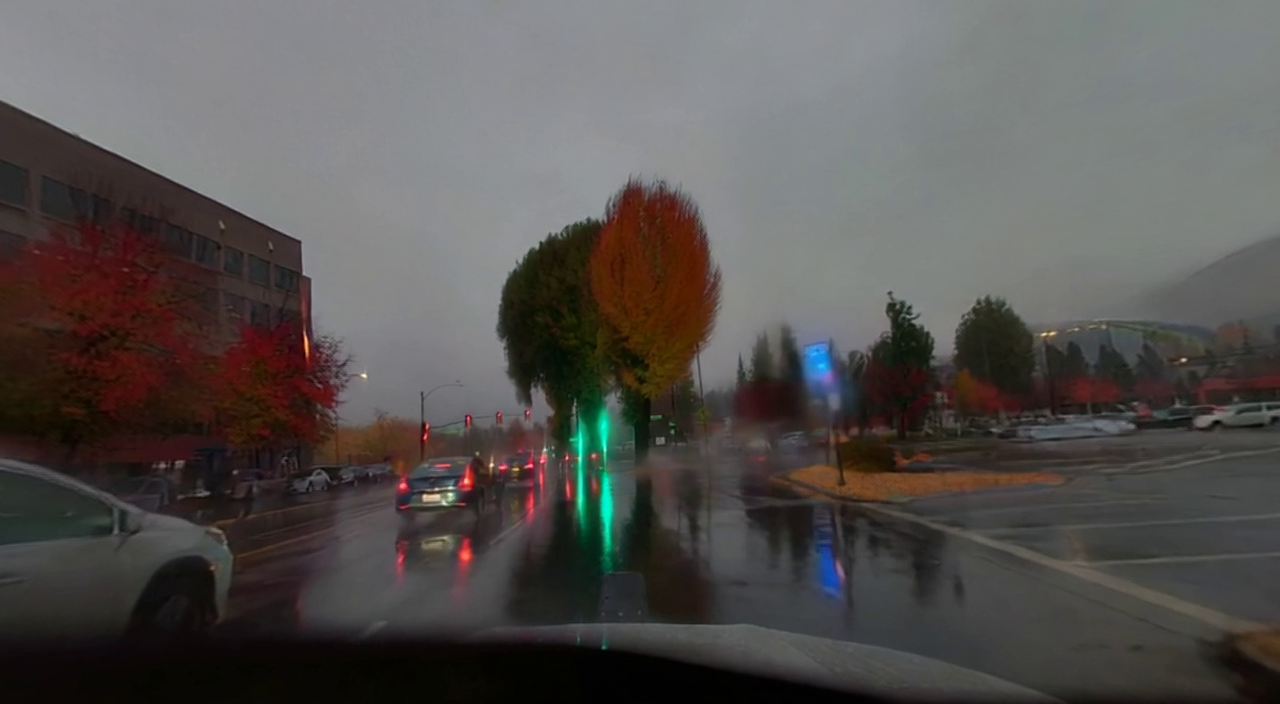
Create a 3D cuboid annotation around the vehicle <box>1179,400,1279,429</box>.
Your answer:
[{"bbox_3d":[41.137,4.419,43.774,5.280,1.764,2.026,-7,-12,43],"label":"vehicle"}]

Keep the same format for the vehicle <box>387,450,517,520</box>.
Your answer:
[{"bbox_3d":[-4.736,3.409,16.837,2.090,1.506,5.326,1,-9,-3],"label":"vehicle"}]

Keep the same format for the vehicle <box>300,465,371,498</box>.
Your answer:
[{"bbox_3d":[-16.532,7.030,34.439,1.972,1.514,4.689,2,-9,-6],"label":"vehicle"}]

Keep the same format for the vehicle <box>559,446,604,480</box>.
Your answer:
[{"bbox_3d":[-3.290,6.038,34.587,2.144,1.704,4.028,2,-9,-9],"label":"vehicle"}]

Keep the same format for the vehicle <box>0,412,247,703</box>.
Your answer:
[{"bbox_3d":[-4.241,1.069,2.753,2.085,1.663,4.513,1,-9,0],"label":"vehicle"}]

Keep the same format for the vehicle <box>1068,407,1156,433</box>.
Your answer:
[{"bbox_3d":[33.978,4.962,45.393,4.653,1.696,2.110,-8,-12,44],"label":"vehicle"}]

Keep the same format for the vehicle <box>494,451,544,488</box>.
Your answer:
[{"bbox_3d":[-5.629,5.493,29.822,1.974,1.549,4.603,2,-9,-7],"label":"vehicle"}]

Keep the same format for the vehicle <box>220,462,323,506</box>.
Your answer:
[{"bbox_3d":[-15.603,5.592,26.995,2.026,1.615,4.324,1,-9,-5],"label":"vehicle"}]
